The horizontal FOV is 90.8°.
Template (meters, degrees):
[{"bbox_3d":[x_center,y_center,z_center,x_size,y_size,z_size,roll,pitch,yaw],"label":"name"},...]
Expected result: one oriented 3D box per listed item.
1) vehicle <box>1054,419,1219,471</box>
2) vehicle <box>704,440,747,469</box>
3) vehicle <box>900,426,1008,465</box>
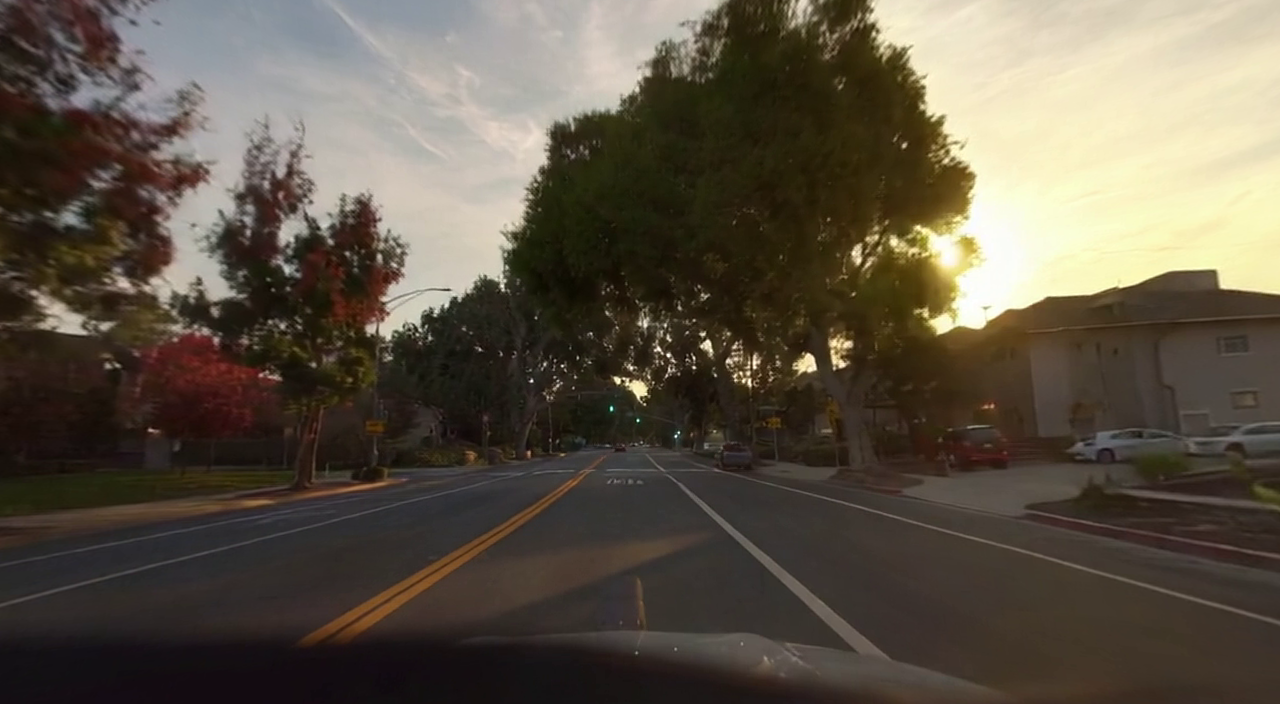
[{"bbox_3d":[20.455,3.860,26.230,4.832,1.850,2.294,-2,-9,0],"label":"vehicle"},{"bbox_3d":[6.254,7.563,46.772,2.396,2.004,4.943,0,-8,-1],"label":"vehicle"},{"bbox_3d":[17.846,5.350,36.126,4.937,2.091,2.263,0,-8,2],"label":"vehicle"}]
